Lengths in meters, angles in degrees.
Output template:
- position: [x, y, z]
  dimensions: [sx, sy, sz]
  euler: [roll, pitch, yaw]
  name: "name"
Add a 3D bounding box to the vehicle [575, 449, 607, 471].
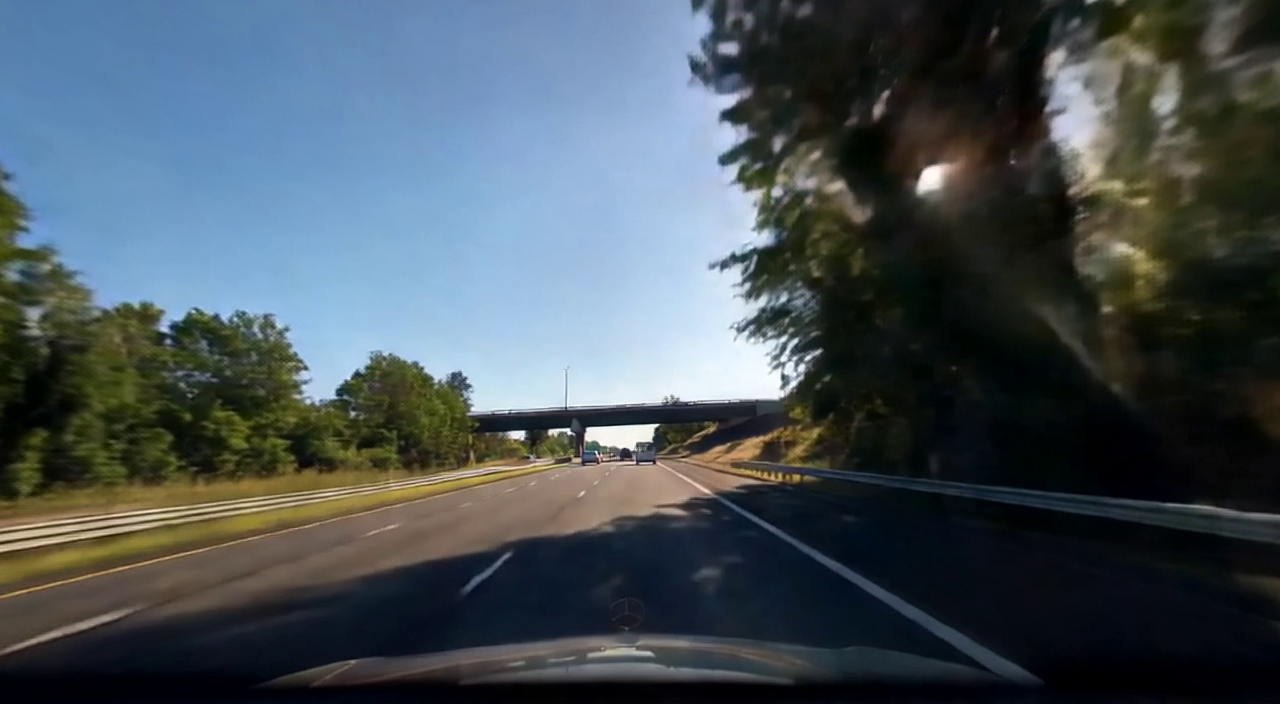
- position: [-3.589, 8.013, 46.986]
  dimensions: [2.049, 1.575, 4.019]
  euler: [0, -9, 0]
  name: "vehicle"
